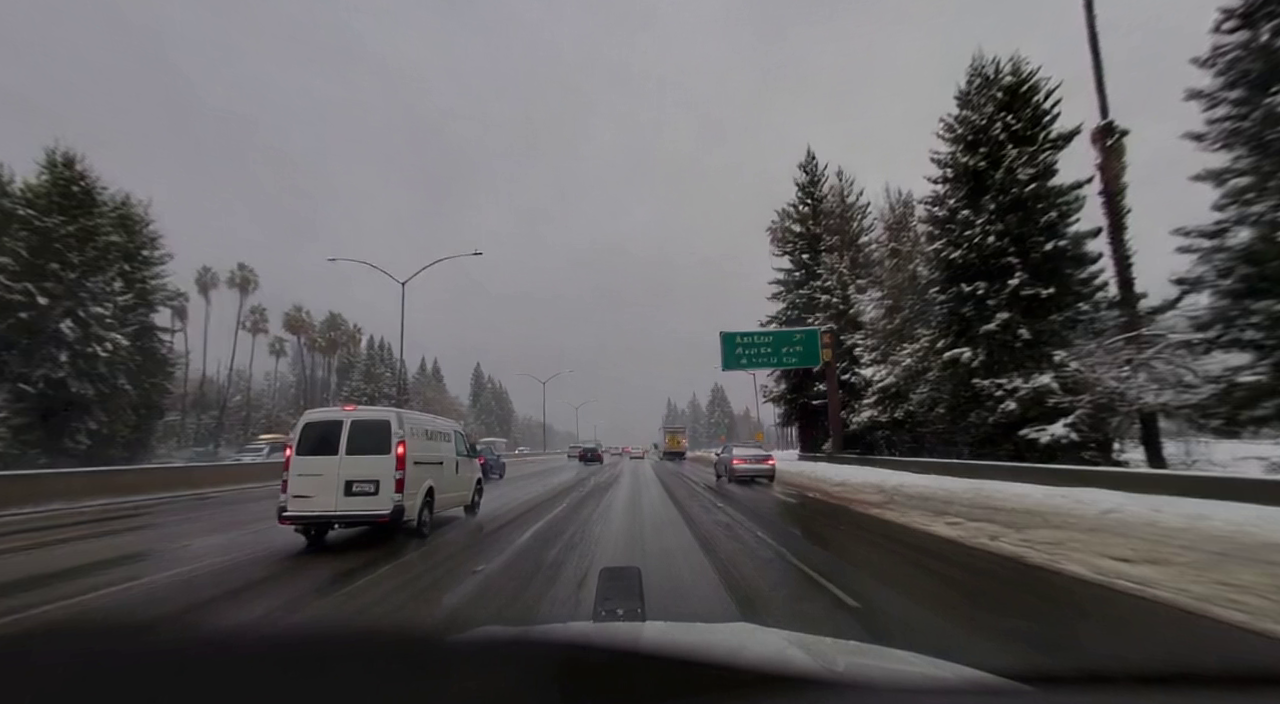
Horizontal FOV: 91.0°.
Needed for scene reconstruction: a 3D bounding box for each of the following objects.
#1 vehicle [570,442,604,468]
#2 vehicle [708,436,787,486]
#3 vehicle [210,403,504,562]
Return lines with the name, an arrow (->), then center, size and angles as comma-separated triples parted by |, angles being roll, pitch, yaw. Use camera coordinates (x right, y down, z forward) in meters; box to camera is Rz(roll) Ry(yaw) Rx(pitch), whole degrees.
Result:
vehicle -> -3.666, 7.211, 44.170 | 2.017, 1.683, 4.094 | 0, -9, 0
vehicle -> 3.894, 4.041, 23.694 | 2.124, 1.674, 4.494 | 0, -9, -1
vehicle -> -3.915, 1.941, 10.163 | 2.215, 1.859, 5.375 | 0, -9, 0
